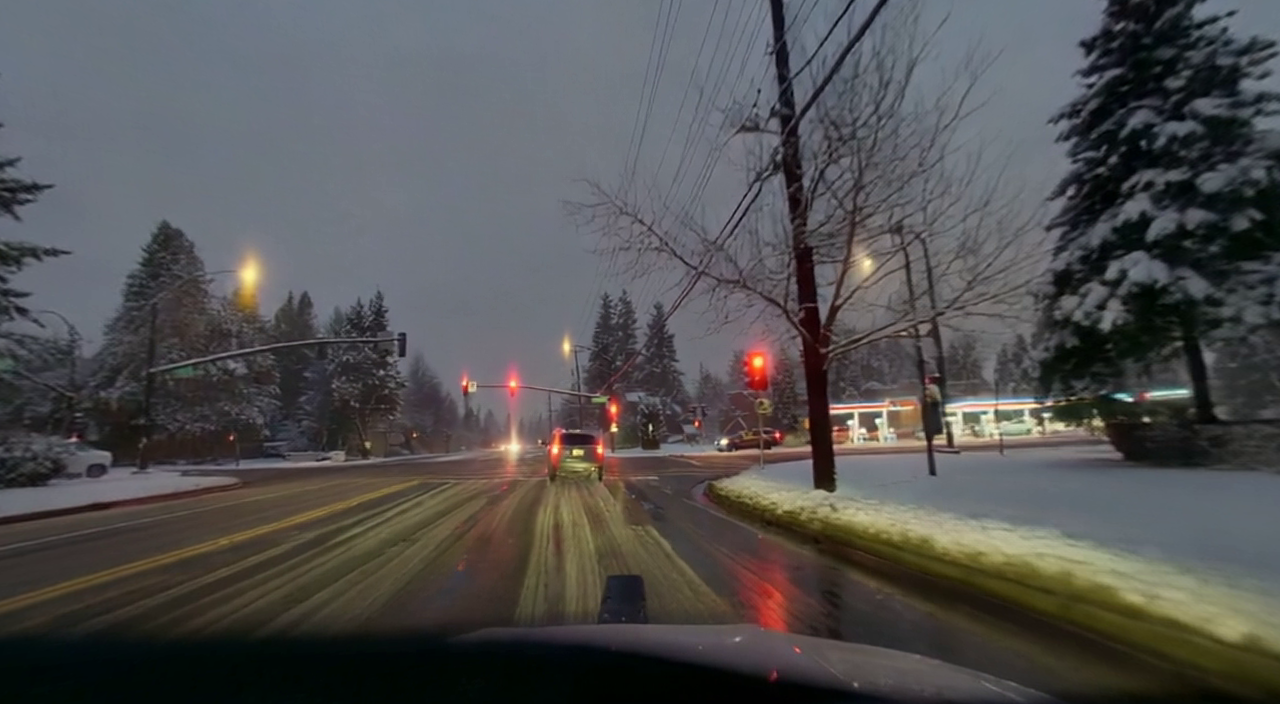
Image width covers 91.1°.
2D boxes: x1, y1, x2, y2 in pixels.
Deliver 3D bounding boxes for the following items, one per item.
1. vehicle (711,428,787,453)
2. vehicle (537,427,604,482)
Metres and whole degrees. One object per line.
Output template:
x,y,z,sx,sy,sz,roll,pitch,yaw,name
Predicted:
7.972,6.533,46.252,5.149,1.725,1.964,0,-8,-7,vehicle
-2.693,3.909,24.096,2.300,1.868,4.690,1,-9,-7,vehicle
